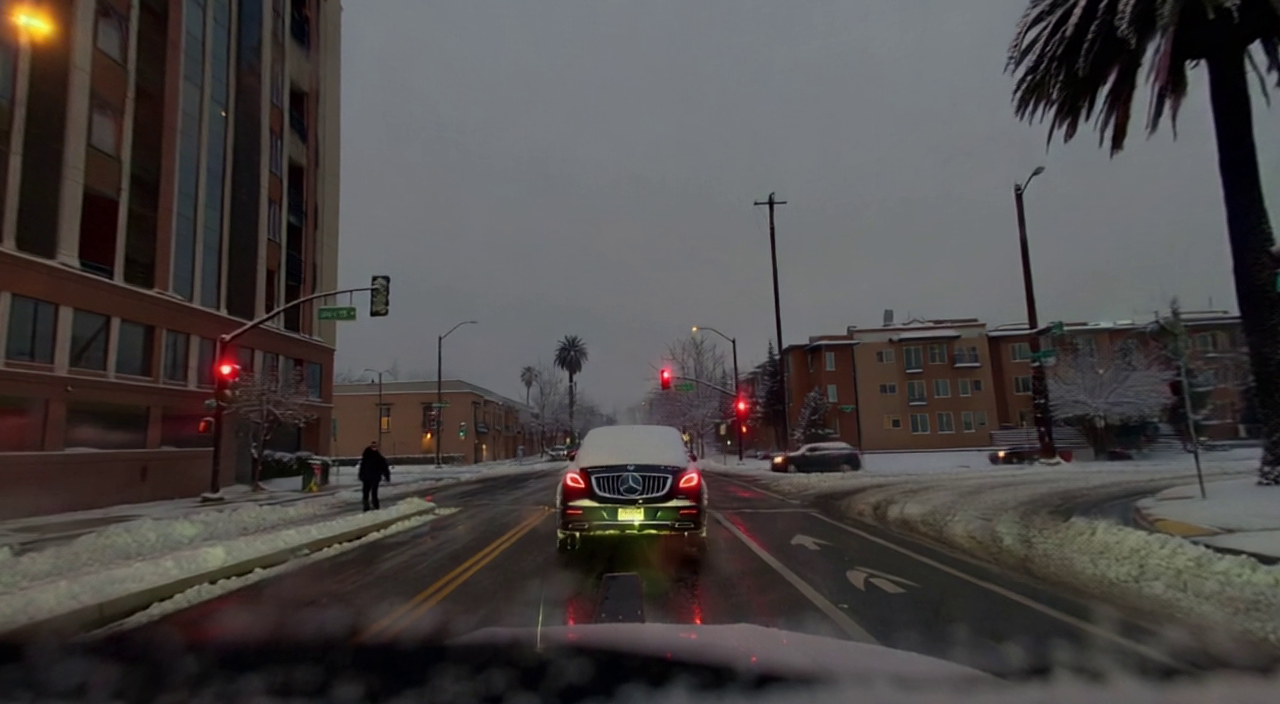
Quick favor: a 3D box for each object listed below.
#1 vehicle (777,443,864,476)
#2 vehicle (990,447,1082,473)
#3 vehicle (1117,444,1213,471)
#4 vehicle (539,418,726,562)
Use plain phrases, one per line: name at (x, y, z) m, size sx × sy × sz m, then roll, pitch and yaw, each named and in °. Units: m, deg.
vehicle at (10.435, 6.177, 36.462) m, size 4.649 × 1.760 × 2.029 m, roll -3°, pitch -9°, yaw 19°
vehicle at (24.202, 6.596, 38.676) m, size 4.417 × 1.462 × 1.761 m, roll 0°, pitch -8°, yaw -1°
vehicle at (32.167, 6.468, 38.772) m, size 4.234 × 1.613 × 1.812 m, roll 0°, pitch -8°, yaw -1°
vehicle at (-0.084, 1.873, 9.229) m, size 2.144 × 1.643 × 3.770 m, roll 0°, pitch -8°, yaw 0°
